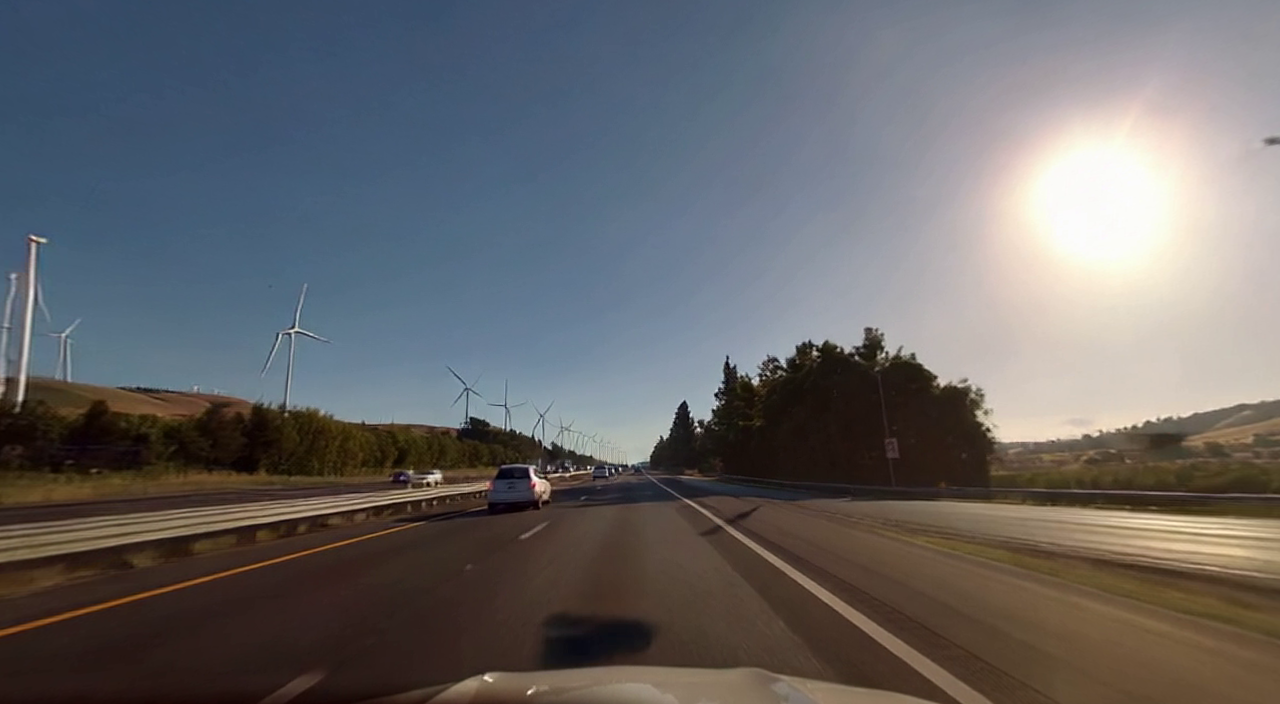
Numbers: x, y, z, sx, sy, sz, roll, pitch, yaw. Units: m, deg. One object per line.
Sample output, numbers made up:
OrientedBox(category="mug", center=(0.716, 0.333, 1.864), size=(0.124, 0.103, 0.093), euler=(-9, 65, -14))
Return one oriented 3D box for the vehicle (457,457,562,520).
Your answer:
OrientedBox(category="vehicle", center=(-3.439, 3.709, 17.404), size=(2.001, 1.486, 4.104), euler=(1, -10, 0))
